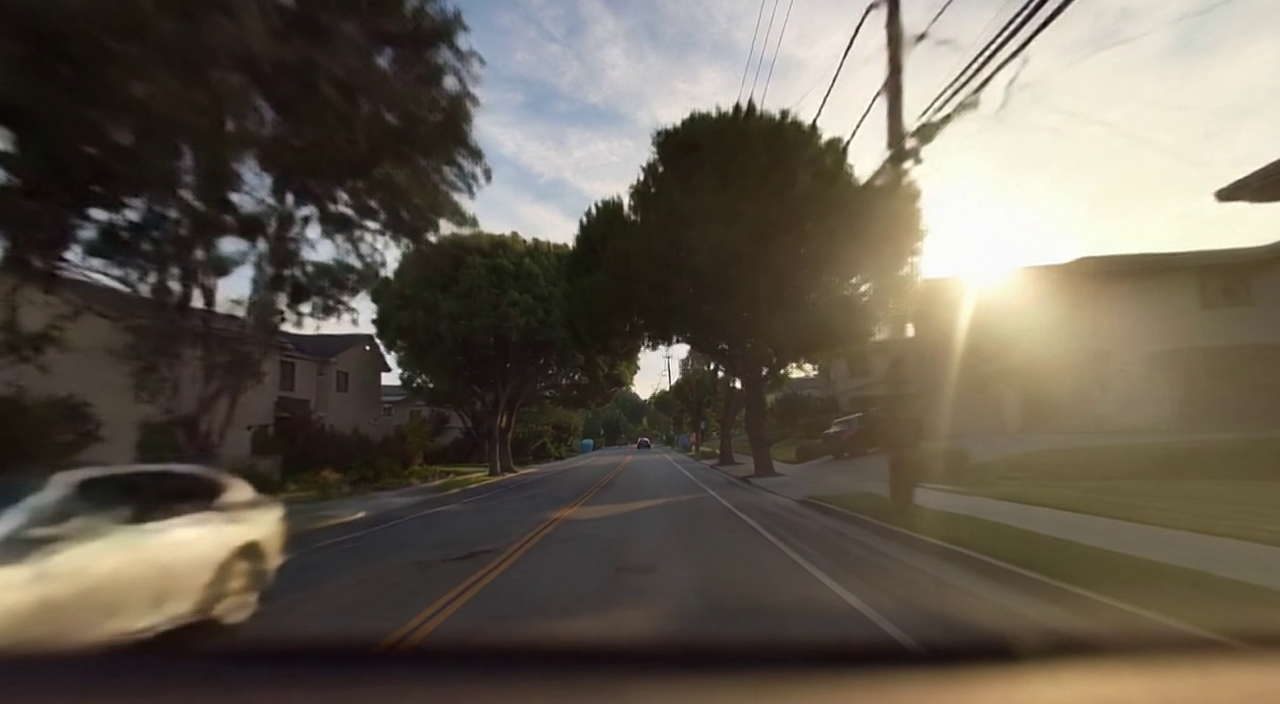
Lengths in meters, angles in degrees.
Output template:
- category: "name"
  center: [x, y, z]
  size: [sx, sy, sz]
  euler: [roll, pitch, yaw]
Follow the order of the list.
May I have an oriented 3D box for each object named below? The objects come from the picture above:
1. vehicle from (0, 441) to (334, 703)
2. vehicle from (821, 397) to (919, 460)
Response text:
- category: "vehicle"
  center: [-3.894, 1.288, 3.614]
  size: [2.028, 1.488, 4.392]
  euler: [-1, -9, 1]
- category: "vehicle"
  center: [7.806, 2.735, 21.907]
  size: [1.878, 1.743, 4.556]
  euler: [-7, -9, 4]
